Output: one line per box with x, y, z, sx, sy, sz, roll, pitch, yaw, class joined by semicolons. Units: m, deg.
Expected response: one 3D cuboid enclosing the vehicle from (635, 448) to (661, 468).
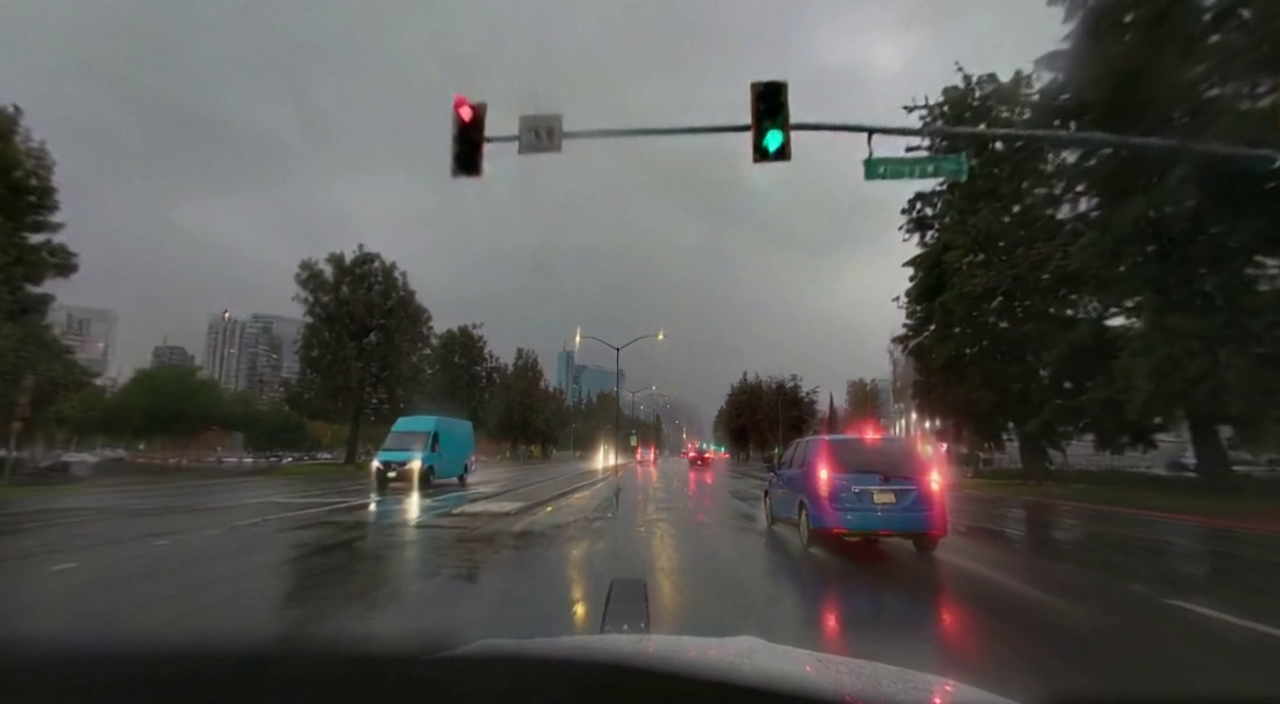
0.627;8.227;49.080;1.991;1.477;3.814;0;-9;1;vehicle

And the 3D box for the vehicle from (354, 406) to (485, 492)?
-8.351;3.829;24.932;2.524;2.885;6.868;1;-9;1;vehicle

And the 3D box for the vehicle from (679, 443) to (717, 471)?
3.967;7.278;43.847;2.154;1.844;4.634;0;-9;0;vehicle

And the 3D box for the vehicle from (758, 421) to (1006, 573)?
3.016;1.881;8.908;1.901;1.634;3.952;0;-9;0;vehicle

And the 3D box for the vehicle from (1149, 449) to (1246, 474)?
35.627;6.983;40.395;1.898;1.530;4.215;2;-9;-12;vehicle
